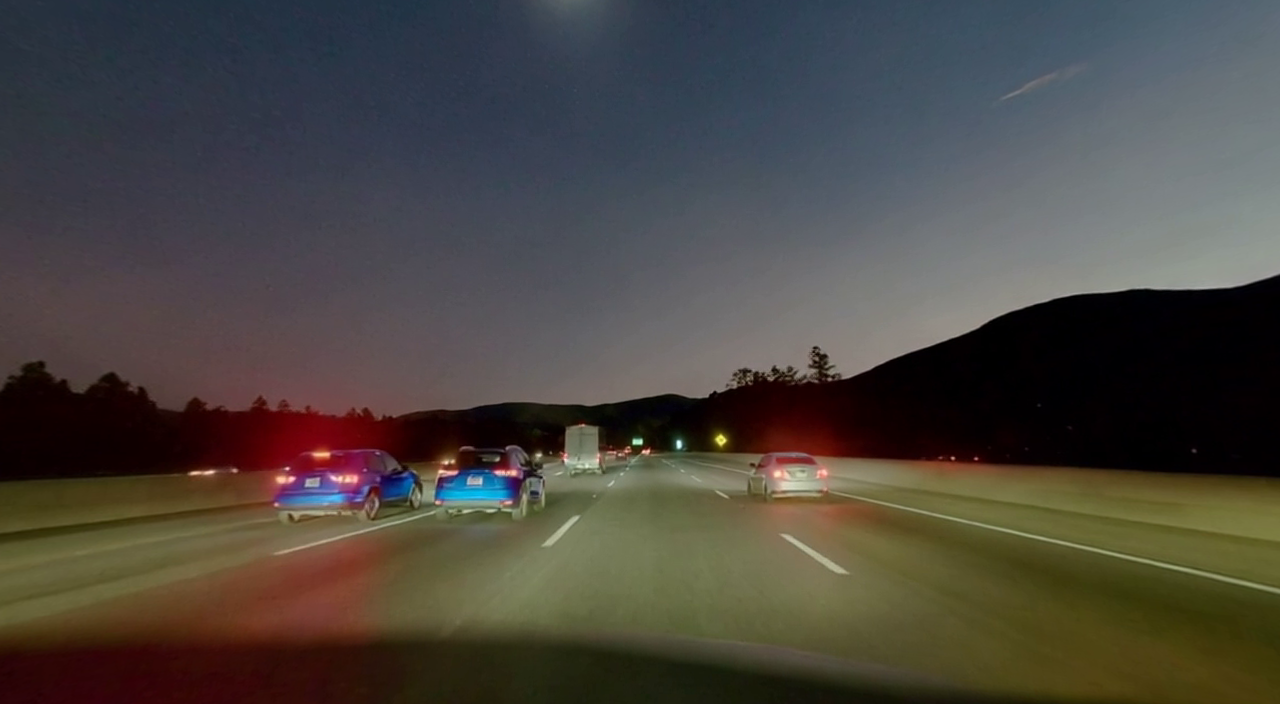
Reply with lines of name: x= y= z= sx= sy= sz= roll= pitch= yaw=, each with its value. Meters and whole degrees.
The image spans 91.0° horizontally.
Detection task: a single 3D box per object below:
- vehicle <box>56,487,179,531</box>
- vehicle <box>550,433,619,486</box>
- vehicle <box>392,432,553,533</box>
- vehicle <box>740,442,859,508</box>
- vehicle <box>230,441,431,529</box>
vehicle: x=-24.423 y=7.337 z=29.685 sx=1.835 sy=1.544 sz=4.610 roll=0 pitch=-8 yaw=0
vehicle: x=-2.388 y=4.860 z=28.805 sx=2.494 sy=2.136 sz=5.539 roll=0 pitch=-9 yaw=2
vehicle: x=-3.206 y=2.592 z=13.085 sx=2.080 sy=1.716 sz=4.207 roll=0 pitch=-9 yaw=2
vehicle: x=4.201 y=3.321 z=17.478 sx=2.071 sy=1.570 sz=4.637 roll=0 pitch=-9 yaw=0
vehicle: x=-6.588 y=2.860 z=14.194 sx=2.084 sy=1.639 sz=4.648 roll=0 pitch=-9 yaw=1
